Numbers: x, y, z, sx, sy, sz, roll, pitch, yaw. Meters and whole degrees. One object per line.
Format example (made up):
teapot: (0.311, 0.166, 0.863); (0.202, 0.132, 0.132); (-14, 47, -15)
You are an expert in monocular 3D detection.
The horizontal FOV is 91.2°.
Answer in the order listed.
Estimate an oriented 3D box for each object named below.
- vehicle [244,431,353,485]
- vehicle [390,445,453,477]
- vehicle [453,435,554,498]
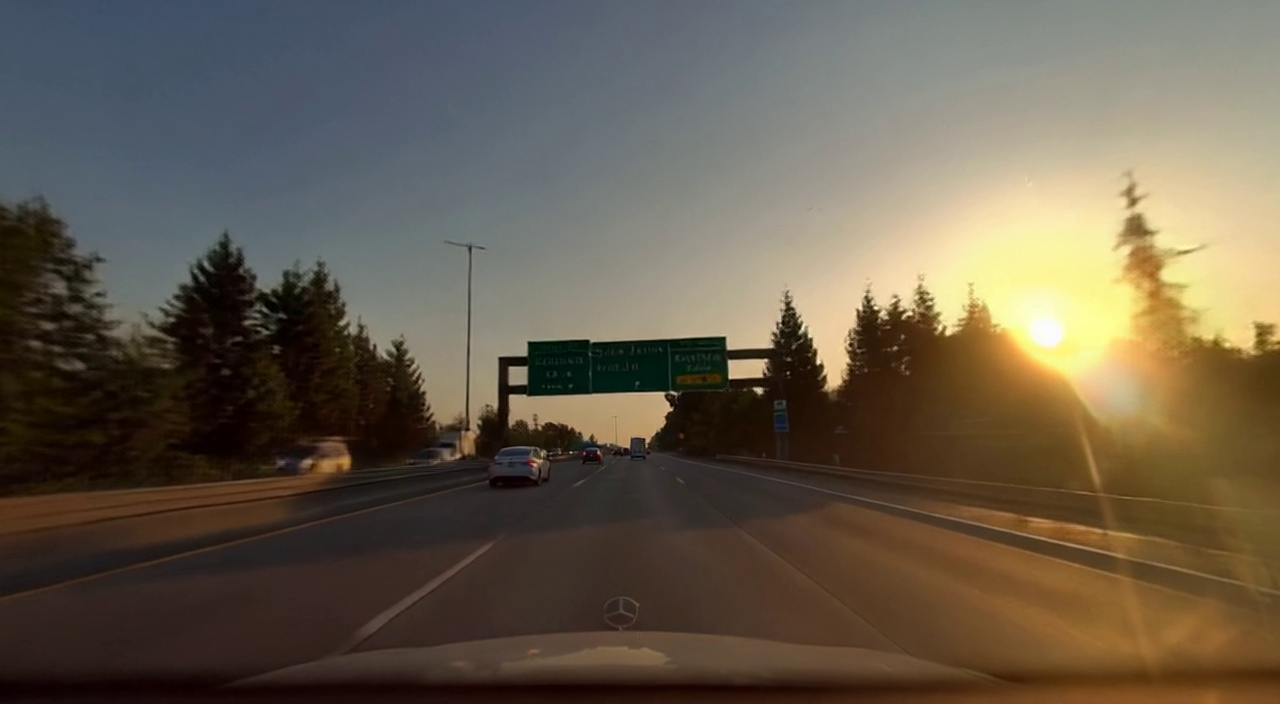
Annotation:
vehicle: (-17.075, 5.328, 31.784); (2.330, 2.418, 5.463); (-1, -9, 1)
vehicle: (-13.060, 6.512, 37.772); (2.170, 1.748, 4.308); (-1, -9, 0)
vehicle: (-4.032, 3.477, 19.337); (2.151, 1.693, 4.201); (-1, -9, 0)
